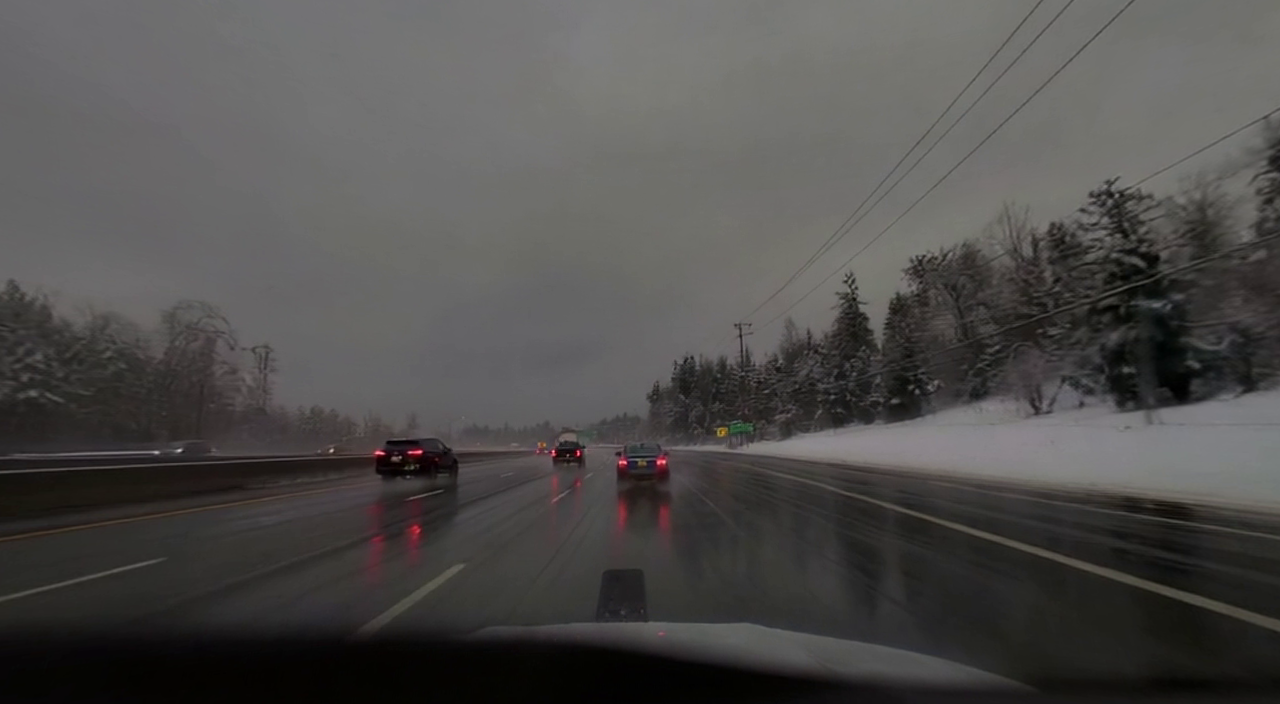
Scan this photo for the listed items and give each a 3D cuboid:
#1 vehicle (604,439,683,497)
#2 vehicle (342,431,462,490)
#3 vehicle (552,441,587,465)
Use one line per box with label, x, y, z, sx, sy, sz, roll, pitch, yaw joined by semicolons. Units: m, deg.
vehicle;0.025;3.343;18.605;2.082;1.482;4.126;0;-8;-2
vehicle;-8.048;3.698;21.942;2.206;1.788;4.914;0;-8;0
vehicle;-5.315;7.680;48.209;2.289;1.777;4.534;0;-8;-1
